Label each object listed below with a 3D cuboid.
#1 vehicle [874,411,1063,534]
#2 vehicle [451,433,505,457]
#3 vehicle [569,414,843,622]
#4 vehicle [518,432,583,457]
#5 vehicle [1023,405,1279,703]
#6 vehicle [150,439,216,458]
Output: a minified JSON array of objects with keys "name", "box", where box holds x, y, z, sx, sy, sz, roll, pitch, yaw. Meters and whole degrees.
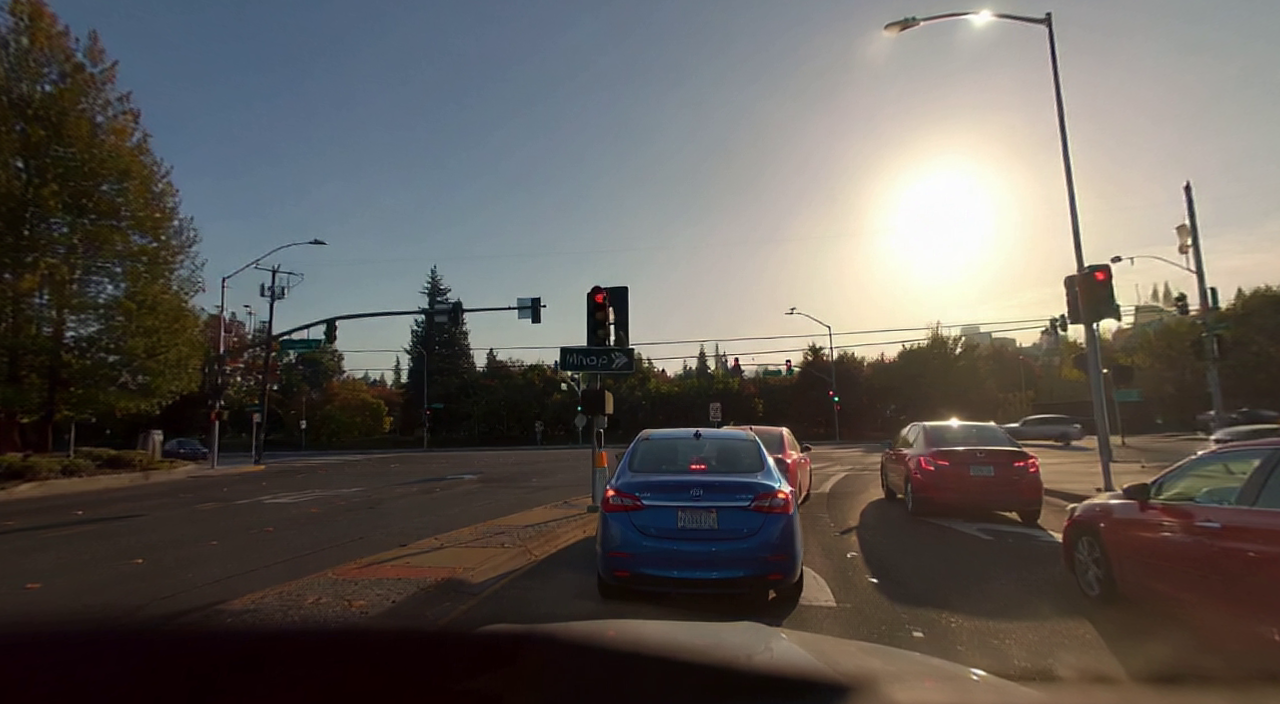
[{"name":"vehicle","box":[5.540,2.046,11.289,2.102,1.717,4.373,-2,-9,16]},{"name":"vehicle","box":[-12.466,7.133,48.193,1.972,1.705,4.457,8,-11,-44]},{"name":"vehicle","box":[0.855,1.499,6.691,2.052,1.483,3.928,-2,-8,12]},{"name":"vehicle","box":[-5.961,6.114,41.553,1.932,1.573,4.509,8,-12,-44]},{"name":"vehicle","box":[4.242,1.062,3.370,1.954,1.508,4.441,-1,-8,6]},{"name":"vehicle","box":[-35.394,7.450,48.635,1.652,1.433,3.733,-7,-11,40]}]
